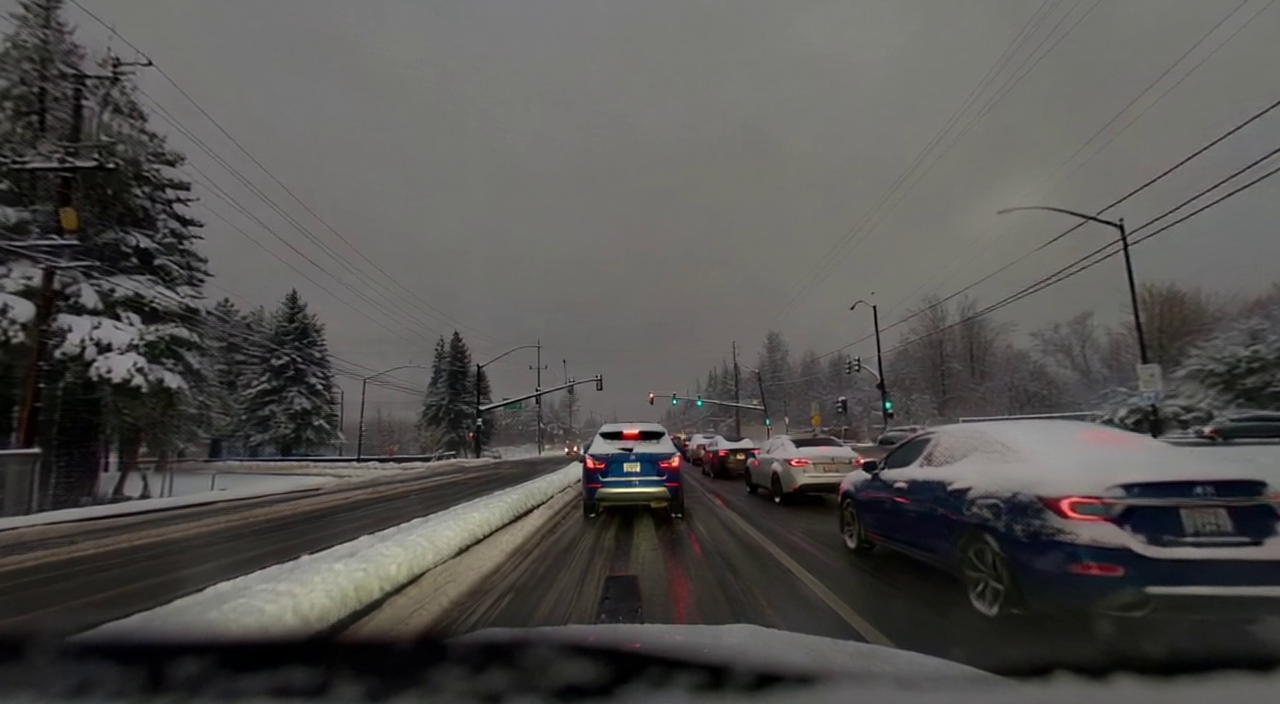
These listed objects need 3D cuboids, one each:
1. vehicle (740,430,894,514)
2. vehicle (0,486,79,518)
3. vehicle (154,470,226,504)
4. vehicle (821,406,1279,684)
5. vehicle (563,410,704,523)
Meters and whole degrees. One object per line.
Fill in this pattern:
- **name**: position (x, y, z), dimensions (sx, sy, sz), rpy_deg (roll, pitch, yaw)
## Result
- **vehicle**: position (3.514, 2.463, 13.493), dimensions (1.952, 1.477, 4.417), rpy_deg (0, -8, -1)
- **vehicle**: position (-33.348, 8.157, 34.436), dimensions (3.637, 1.483, 2.007), rpy_deg (-1, -8, 0)
- **vehicle**: position (-25.581, 7.637, 35.908), dimensions (3.826, 1.522, 1.741), rpy_deg (-2, -8, 30)
- **vehicle**: position (3.302, 1.362, 5.683), dimensions (1.984, 1.462, 4.513), rpy_deg (0, -8, 0)
- **vehicle**: position (-0.140, 2.184, 12.508), dimensions (2.300, 1.821, 4.254), rpy_deg (0, -8, -1)
